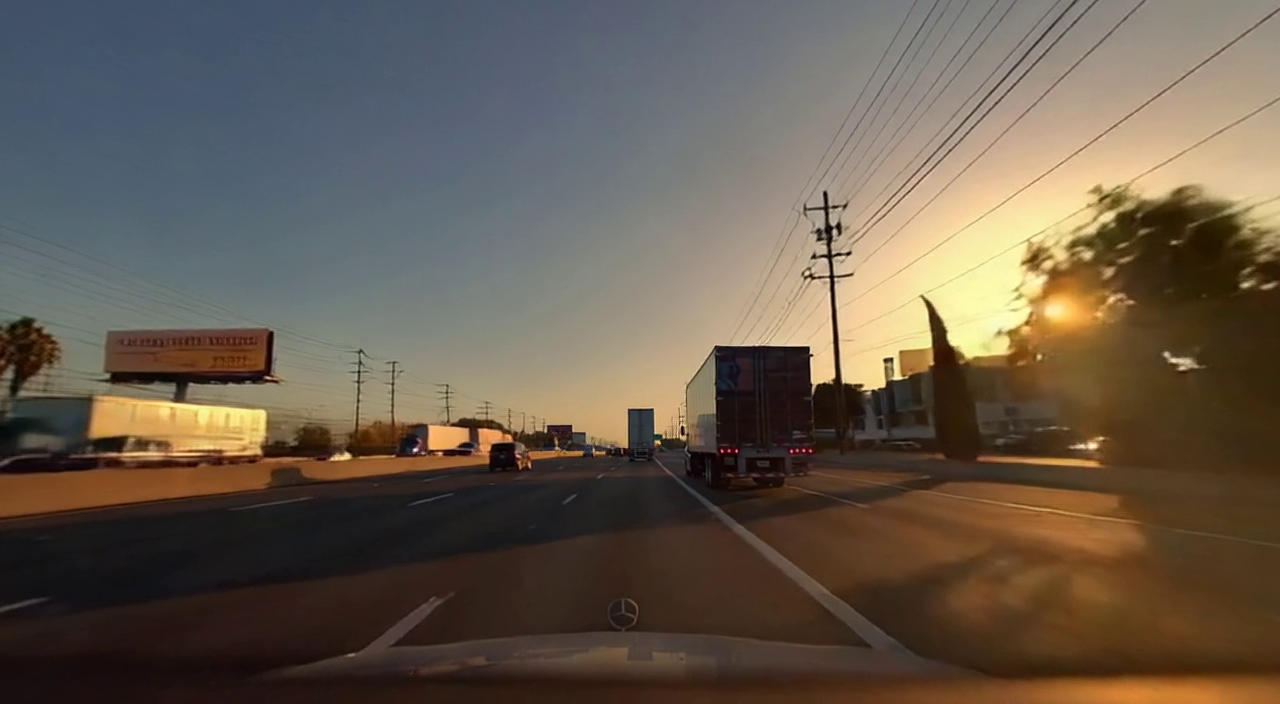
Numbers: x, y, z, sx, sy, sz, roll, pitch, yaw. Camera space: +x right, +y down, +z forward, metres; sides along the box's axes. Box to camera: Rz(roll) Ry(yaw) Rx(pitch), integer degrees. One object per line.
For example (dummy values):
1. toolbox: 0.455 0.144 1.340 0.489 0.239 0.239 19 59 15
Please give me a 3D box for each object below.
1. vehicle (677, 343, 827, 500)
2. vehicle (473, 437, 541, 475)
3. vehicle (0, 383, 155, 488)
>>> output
1. vehicle: 3.450 3.073 25.137 2.892 4.152 16.575 0 -9 0
2. vehicle: -7.308 5.796 35.457 2.425 1.917 5.647 -1 -9 1
3. vehicle: -24.741 3.477 25.874 2.894 3.754 8.528 0 -9 0
